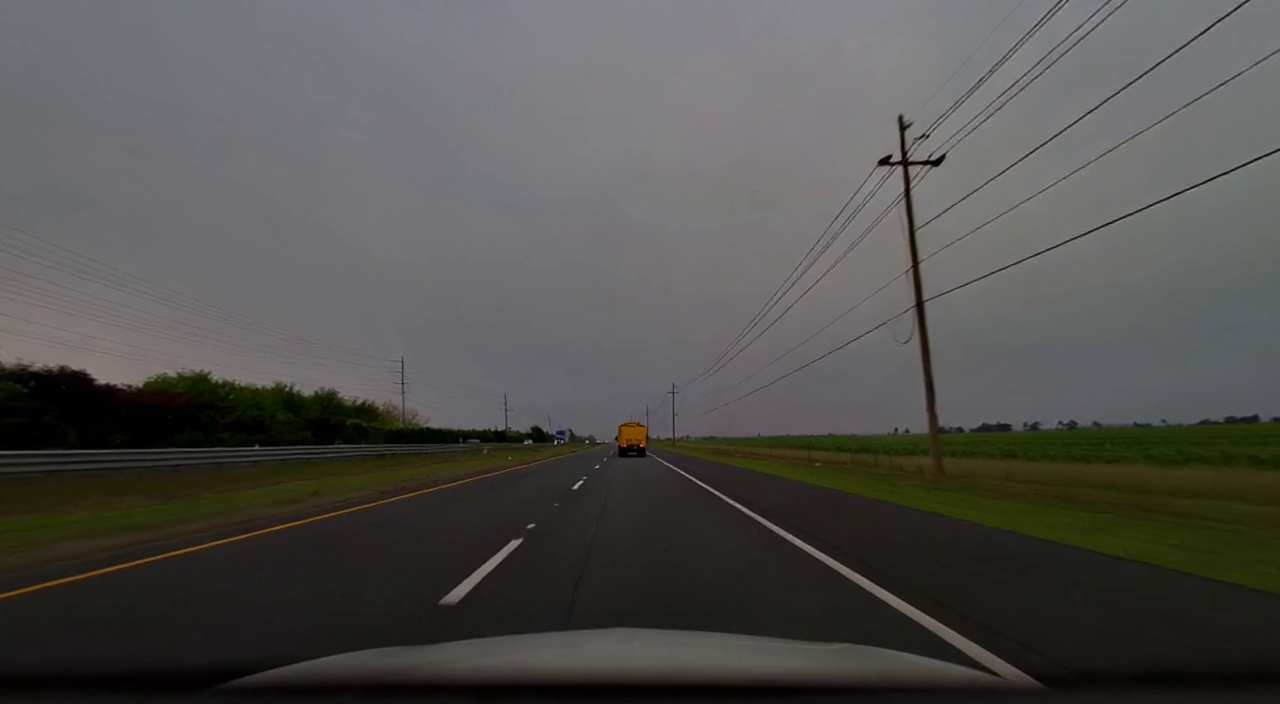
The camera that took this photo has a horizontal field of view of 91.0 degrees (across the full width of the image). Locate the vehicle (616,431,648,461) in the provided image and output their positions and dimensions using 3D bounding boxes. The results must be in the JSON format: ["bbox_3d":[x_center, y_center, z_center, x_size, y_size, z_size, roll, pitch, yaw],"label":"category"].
[{"bbox_3d":[-0.622,6.981,46.937,2.240,2.129,4.480,0,-8,-2],"label":"vehicle"}]
